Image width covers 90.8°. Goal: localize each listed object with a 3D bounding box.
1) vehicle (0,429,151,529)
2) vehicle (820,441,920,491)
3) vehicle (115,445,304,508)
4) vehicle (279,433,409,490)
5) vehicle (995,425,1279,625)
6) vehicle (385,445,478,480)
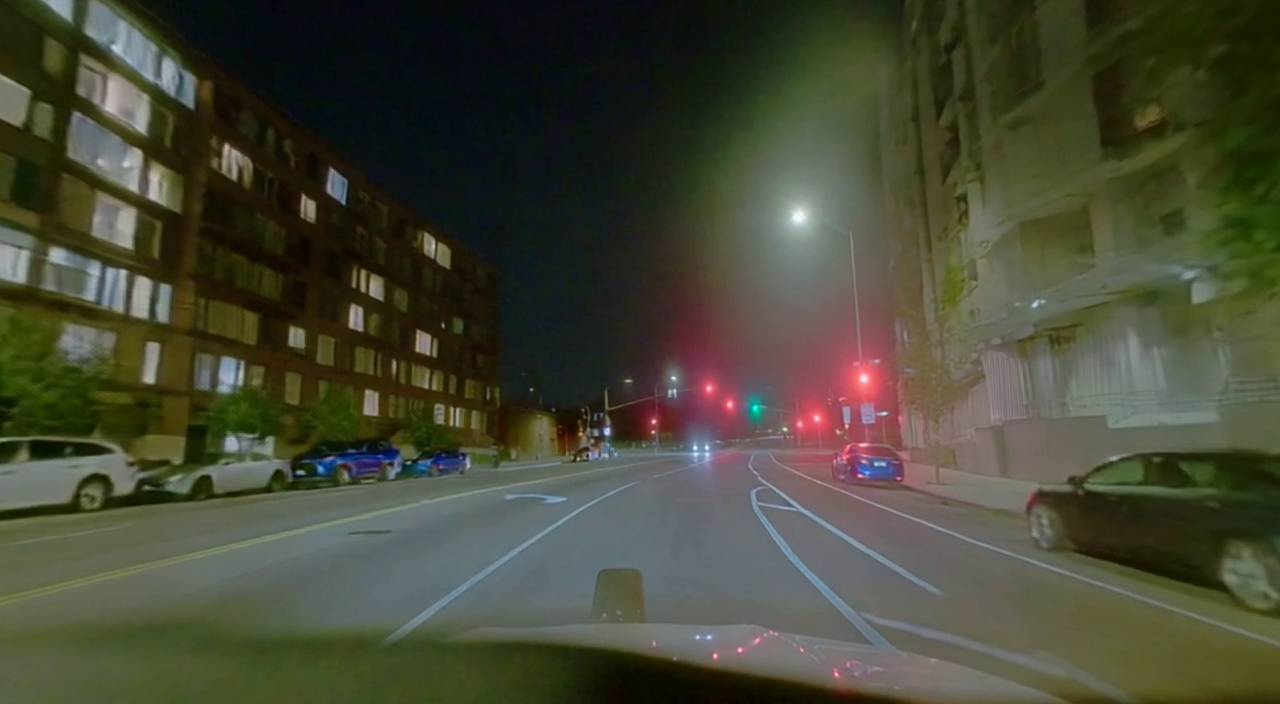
[{"bbox_3d":[-12.291,2.372,11.968,1.933,1.759,5.002,0,-8,1],"label":"vehicle"},{"bbox_3d":[7.618,3.796,21.533,2.010,1.473,5.353,-1,-8,7],"label":"vehicle"},{"bbox_3d":[-11.748,3.371,17.707,1.830,1.497,4.436,-1,-8,7],"label":"vehicle"},{"bbox_3d":[-10.801,4.019,23.534,2.083,1.882,4.642,-1,-8,8],"label":"vehicle"},{"bbox_3d":[5.987,1.558,6.449,2.049,1.517,4.830,0,-8,2],"label":"vehicle"},{"bbox_3d":[-9.582,5.088,29.481,1.894,1.493,4.902,-2,-8,11],"label":"vehicle"}]
